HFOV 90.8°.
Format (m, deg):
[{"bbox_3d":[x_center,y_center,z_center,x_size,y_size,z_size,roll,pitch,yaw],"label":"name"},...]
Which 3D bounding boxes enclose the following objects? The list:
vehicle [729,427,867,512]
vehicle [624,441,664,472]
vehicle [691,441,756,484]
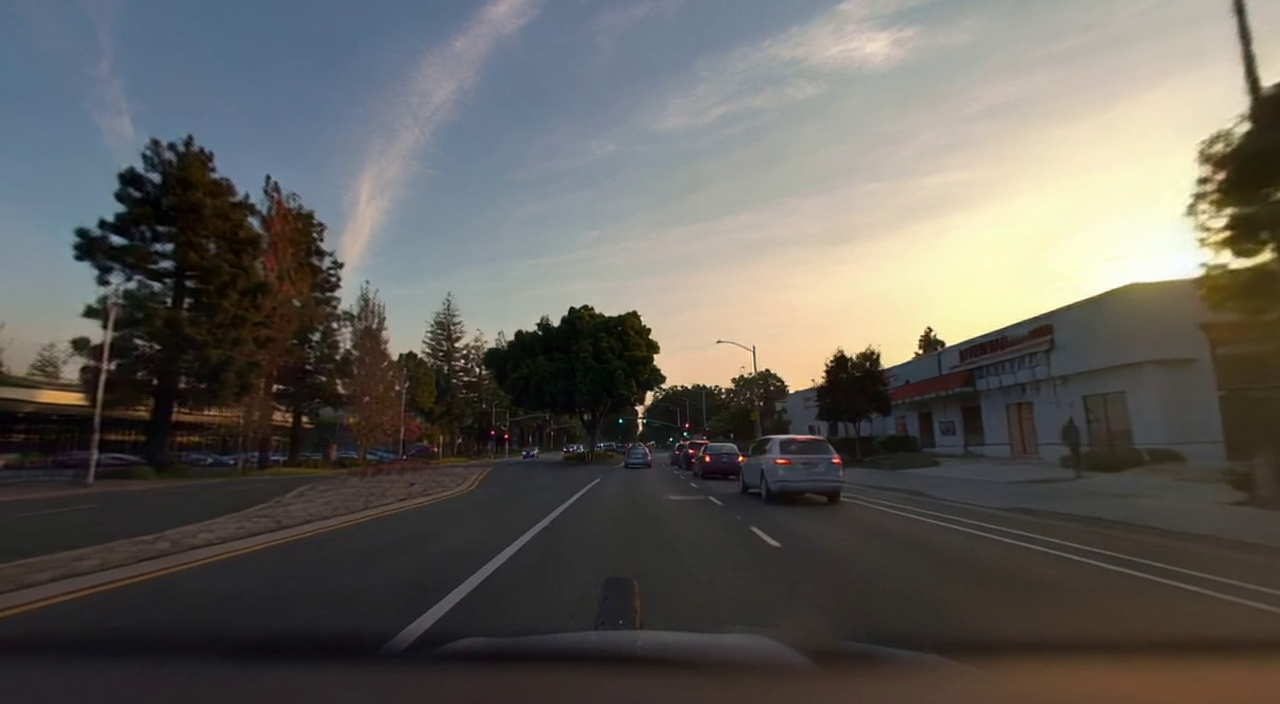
[{"bbox_3d":[3.466,2.665,14.761,2.085,1.668,4.077,0,-9,-1],"label":"vehicle"},{"bbox_3d":[0.161,5.667,34.356,2.023,1.532,3.891,0,-9,-1],"label":"vehicle"},{"bbox_3d":[3.116,4.241,24.548,1.864,1.484,4.662,0,-9,0],"label":"vehicle"}]
